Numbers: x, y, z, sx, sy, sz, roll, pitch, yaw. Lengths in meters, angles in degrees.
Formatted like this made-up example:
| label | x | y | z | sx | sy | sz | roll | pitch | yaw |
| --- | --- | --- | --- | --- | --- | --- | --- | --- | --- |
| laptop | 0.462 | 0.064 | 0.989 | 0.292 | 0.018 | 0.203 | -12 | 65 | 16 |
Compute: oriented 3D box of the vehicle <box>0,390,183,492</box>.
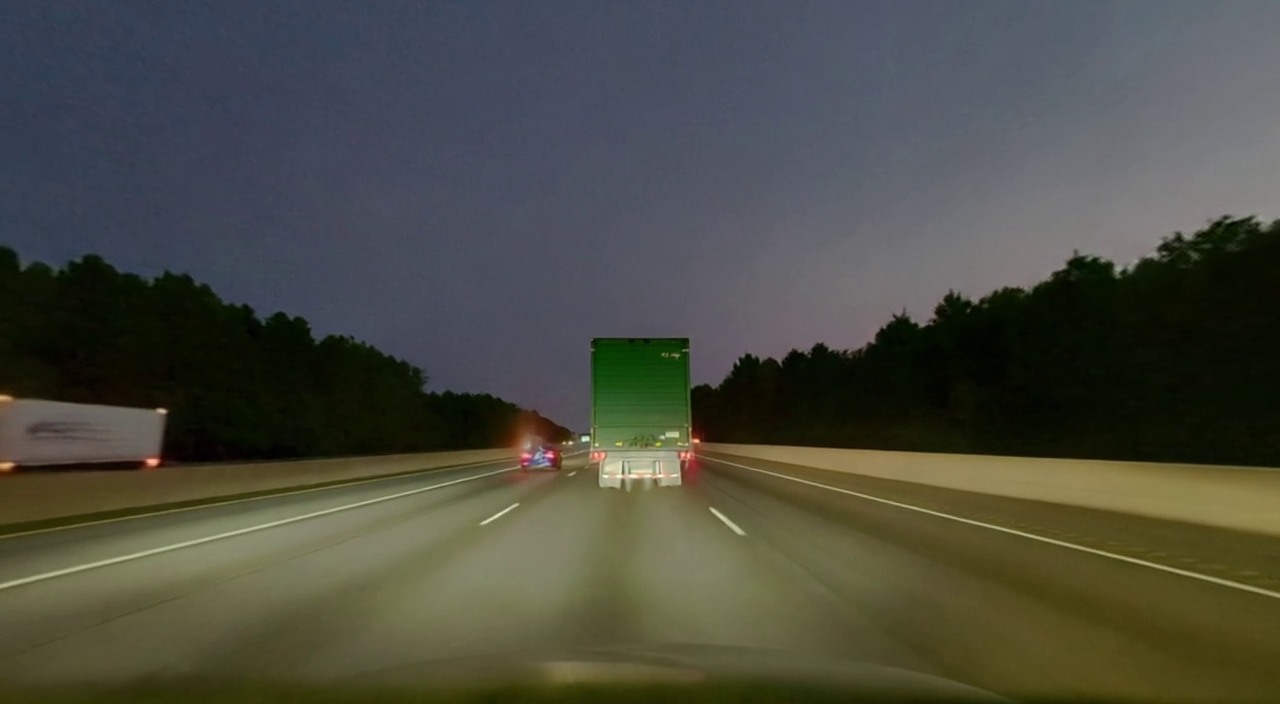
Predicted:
| label | x | y | z | sx | sy | sz | roll | pitch | yaw |
| --- | --- | --- | --- | --- | --- | --- | --- | --- | --- |
| vehicle | -24.641 | 3.528 | 24.777 | 2.843 | 3.644 | 14.071 | 0 | -8 | 0 |

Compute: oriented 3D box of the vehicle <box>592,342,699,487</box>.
| label | x | y | z | sx | sy | sz | roll | pitch | yaw |
| --- | --- | --- | --- | --- | --- | --- | --- | --- | --- |
| vehicle | 0.038 | 2.543 | 23.661 | 3.073 | 4.196 | 10.546 | 0 | -8 | -1 |

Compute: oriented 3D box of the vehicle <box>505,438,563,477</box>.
| label | x | y | z | sx | sy | sz | roll | pitch | yaw |
| --- | --- | --- | --- | --- | --- | --- | --- | --- | --- |
| vehicle | -4.597 | 4.621 | 27.876 | 1.854 | 1.530 | 4.268 | 0 | -8 | 0 |
